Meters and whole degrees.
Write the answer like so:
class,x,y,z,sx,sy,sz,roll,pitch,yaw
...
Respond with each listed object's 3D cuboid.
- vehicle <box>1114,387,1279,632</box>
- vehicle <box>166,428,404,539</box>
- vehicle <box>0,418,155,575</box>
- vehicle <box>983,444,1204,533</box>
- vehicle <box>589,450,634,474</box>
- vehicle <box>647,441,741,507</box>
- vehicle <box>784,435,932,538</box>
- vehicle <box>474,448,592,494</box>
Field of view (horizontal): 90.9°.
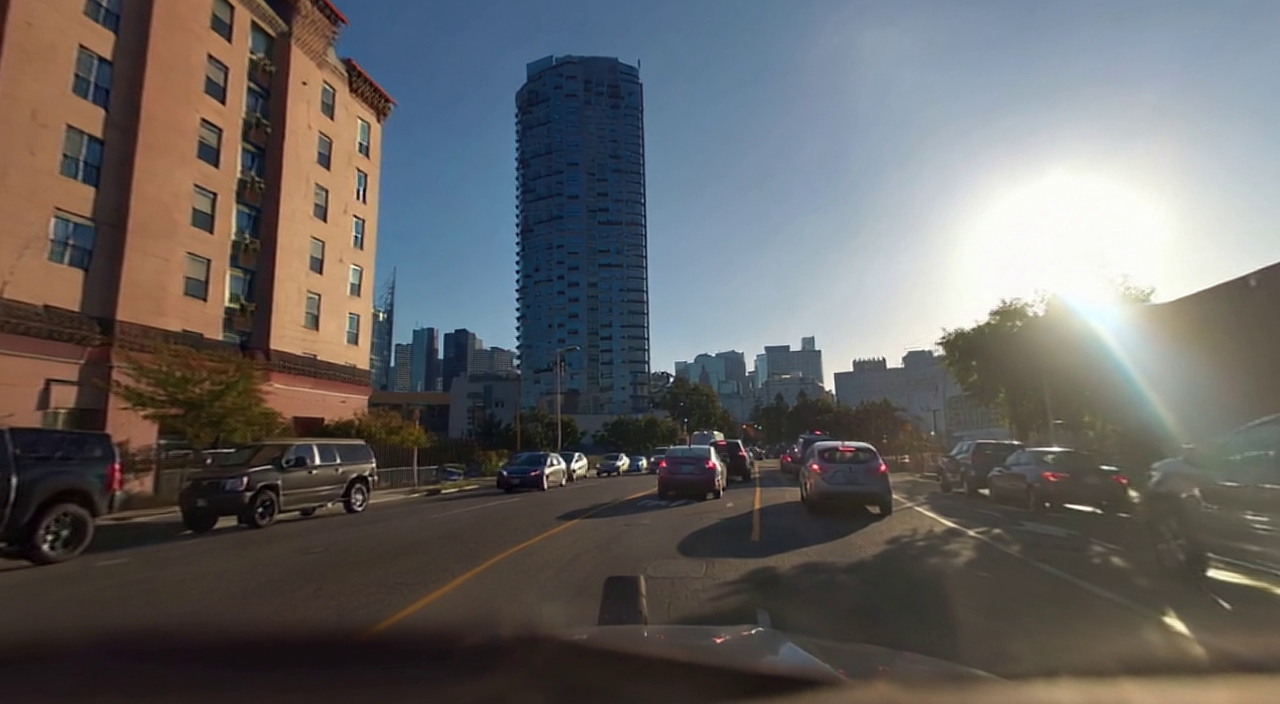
class,x,y,z,sx,sy,sz,roll,pitch,yaw
vehicle,5.717,1.137,4.451,2.088,1.775,4.454,-2,-9,14
vehicle,-7.375,2.709,13.713,1.934,1.770,4.546,-9,-10,12
vehicle,-8.788,1.664,7.111,2.070,1.854,4.985,-2,-9,11
vehicle,9.156,2.716,13.364,1.901,1.500,4.729,-2,-9,11
vehicle,-1.864,7.333,42.281,2.040,1.492,4.318,-2,-9,11
vehicle,1.507,3.051,16.227,2.031,1.461,3.763,-2,-9,11
vehicle,3.760,2.338,11.668,1.982,1.510,4.144,-2,-9,11
vehicle,-3.820,4.313,23.321,1.928,1.503,4.322,-5,-10,31
